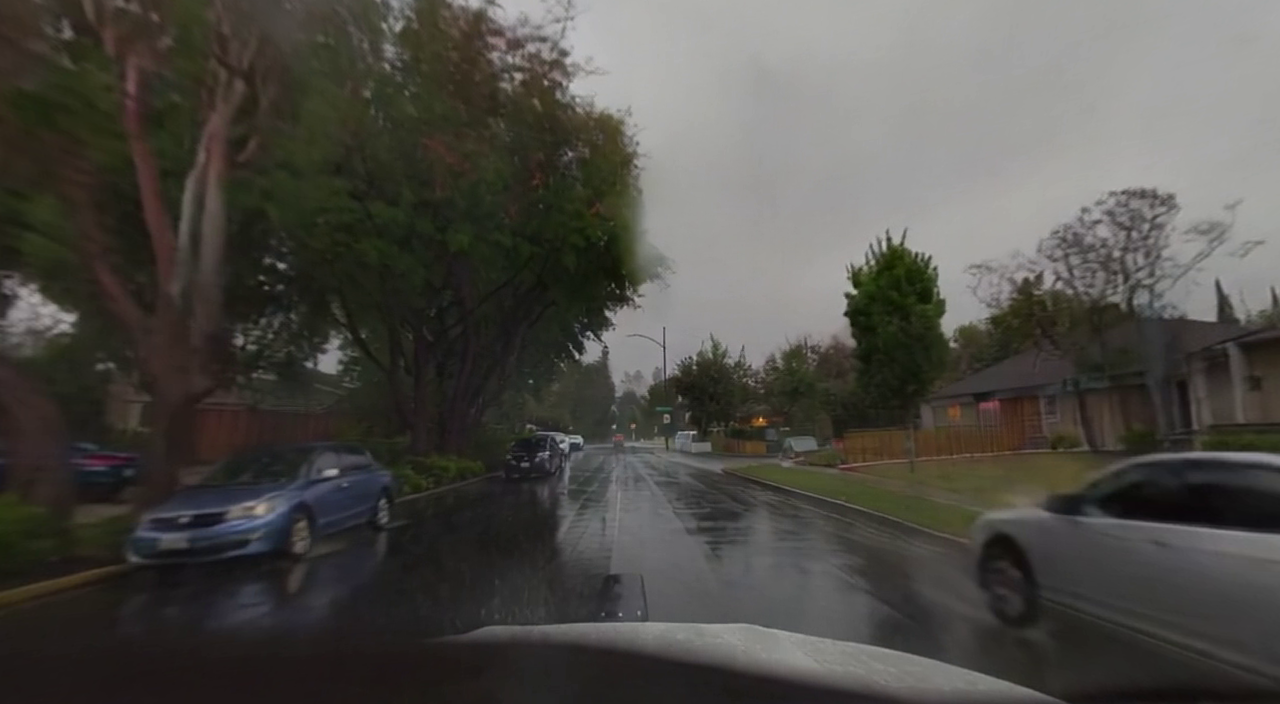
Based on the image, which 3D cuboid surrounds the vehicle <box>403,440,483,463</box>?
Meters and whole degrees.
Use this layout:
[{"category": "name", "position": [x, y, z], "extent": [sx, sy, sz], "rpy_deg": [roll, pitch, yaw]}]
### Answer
[{"category": "vehicle", "position": [-12.909, 6.556, 41.570], "extent": [4.650, 1.480, 1.782], "rpy_deg": [0, -9, 0]}]

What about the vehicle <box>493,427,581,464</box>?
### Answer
[{"category": "vehicle", "position": [-6.730, 6.164, 41.797], "extent": [5.419, 2.292, 2.272], "rpy_deg": [0, -7, -1]}]

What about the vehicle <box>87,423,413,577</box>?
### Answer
[{"category": "vehicle", "position": [-5.069, 1.943, 9.137], "extent": [1.887, 1.660, 4.312], "rpy_deg": [0, -8, 1]}]

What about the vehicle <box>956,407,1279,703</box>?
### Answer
[{"category": "vehicle", "position": [3.698, 1.085, 3.352], "extent": [1.945, 1.495, 3.983], "rpy_deg": [0, -8, 0]}]

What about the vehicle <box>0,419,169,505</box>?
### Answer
[{"category": "vehicle", "position": [-14.127, 2.489, 14.460], "extent": [5.088, 1.792, 1.966], "rpy_deg": [0, -8, 1]}]

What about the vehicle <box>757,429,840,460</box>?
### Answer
[{"category": "vehicle", "position": [10.402, 6.116, 41.762], "extent": [4.919, 1.969, 2.104], "rpy_deg": [1, -9, 2]}]
